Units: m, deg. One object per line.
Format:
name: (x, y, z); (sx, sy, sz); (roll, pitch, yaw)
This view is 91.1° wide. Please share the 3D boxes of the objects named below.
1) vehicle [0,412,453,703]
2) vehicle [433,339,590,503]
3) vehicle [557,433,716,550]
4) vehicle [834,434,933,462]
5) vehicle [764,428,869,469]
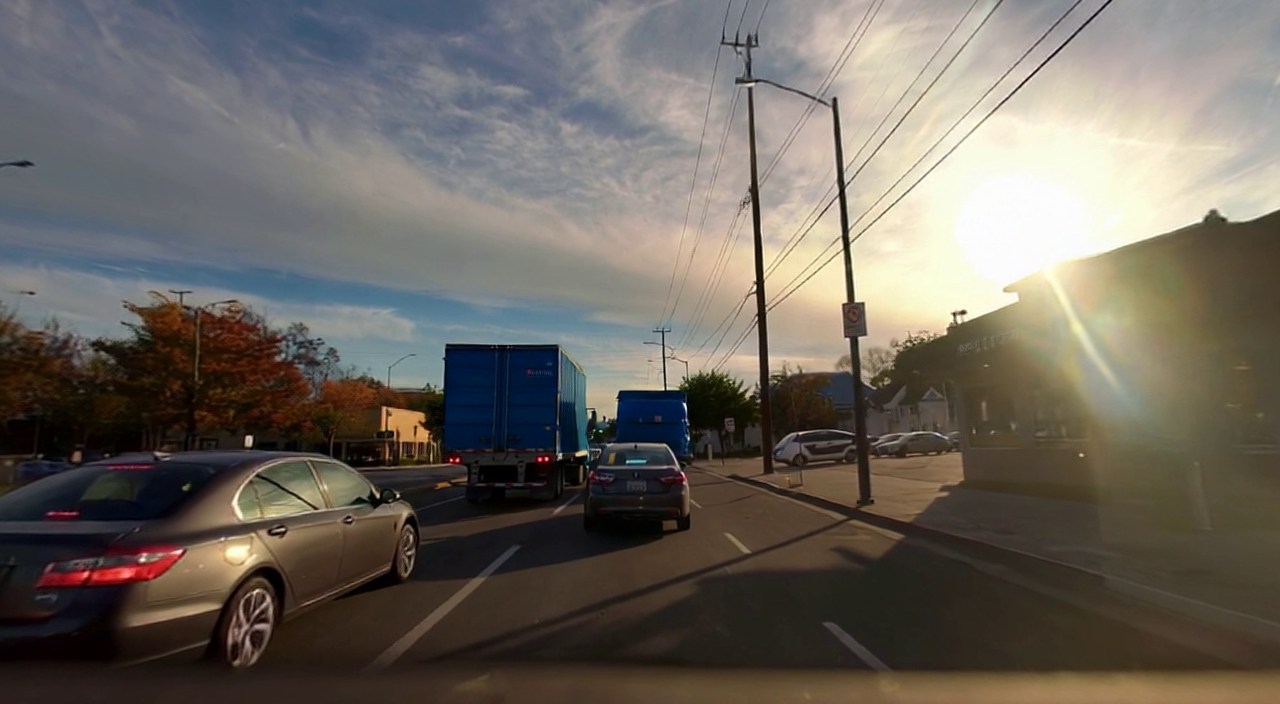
vehicle: (-3.044, 1.294, 4.623); (1.969, 1.471, 4.378); (0, -8, 0)
vehicle: (-3.248, 2.091, 18.162); (3.020, 3.800, 7.105); (0, -8, 0)
vehicle: (-0.075, 2.125, 10.287); (2.067, 1.506, 4.118); (0, -8, -1)
vehicle: (13.186, 5.225, 34.225); (4.574, 1.478, 1.880); (0, -8, 3)
vehicle: (8.569, 4.752, 30.968); (2.061, 1.845, 4.829); (5, -10, -31)
